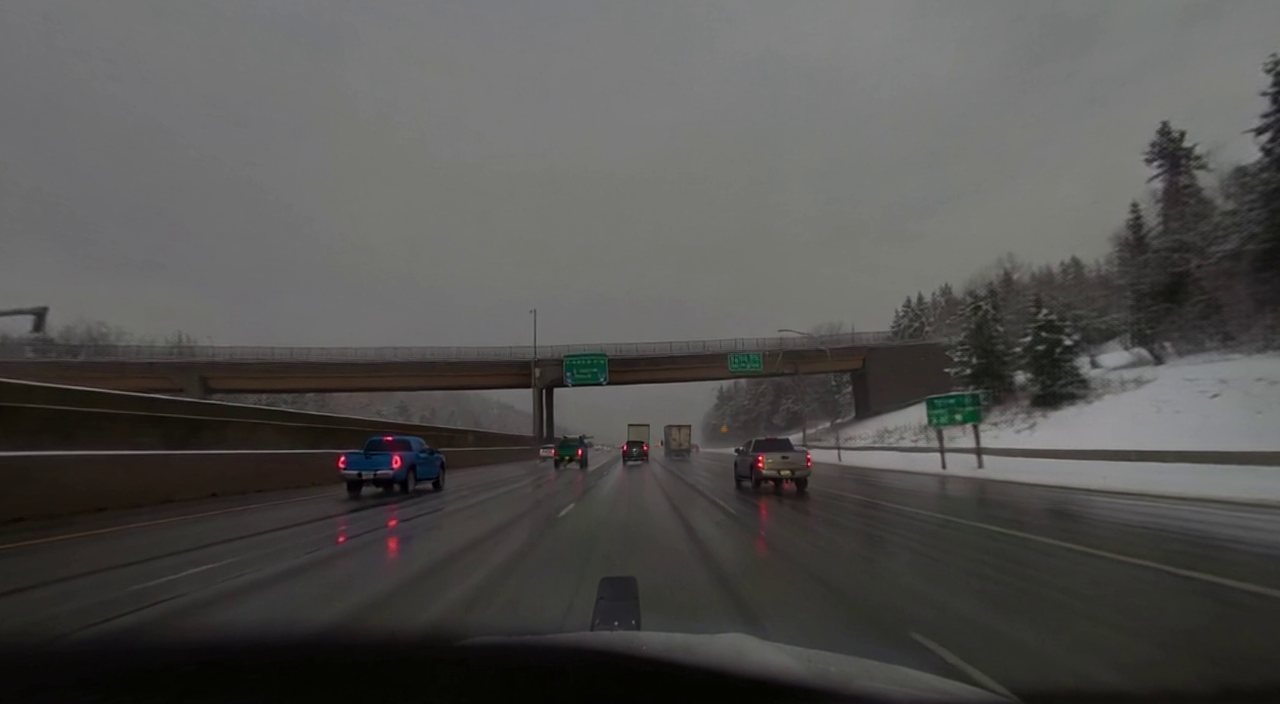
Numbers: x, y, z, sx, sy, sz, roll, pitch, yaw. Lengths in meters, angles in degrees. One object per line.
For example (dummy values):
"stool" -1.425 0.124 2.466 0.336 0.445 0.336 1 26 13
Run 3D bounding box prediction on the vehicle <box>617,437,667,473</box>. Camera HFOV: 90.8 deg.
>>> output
"vehicle" 0.089 5.776 35.686 2.572 1.837 5.693 0 -9 0

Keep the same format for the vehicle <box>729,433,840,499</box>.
"vehicle" 3.944 3.184 18.027 2.119 1.653 4.000 0 -9 -1

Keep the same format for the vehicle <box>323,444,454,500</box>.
"vehicle" -7.204 3.458 18.682 1.947 1.444 4.595 0 -9 0

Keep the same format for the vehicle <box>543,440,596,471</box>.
"vehicle" -4.084 6.112 37.595 2.535 1.715 5.030 0 -9 0
